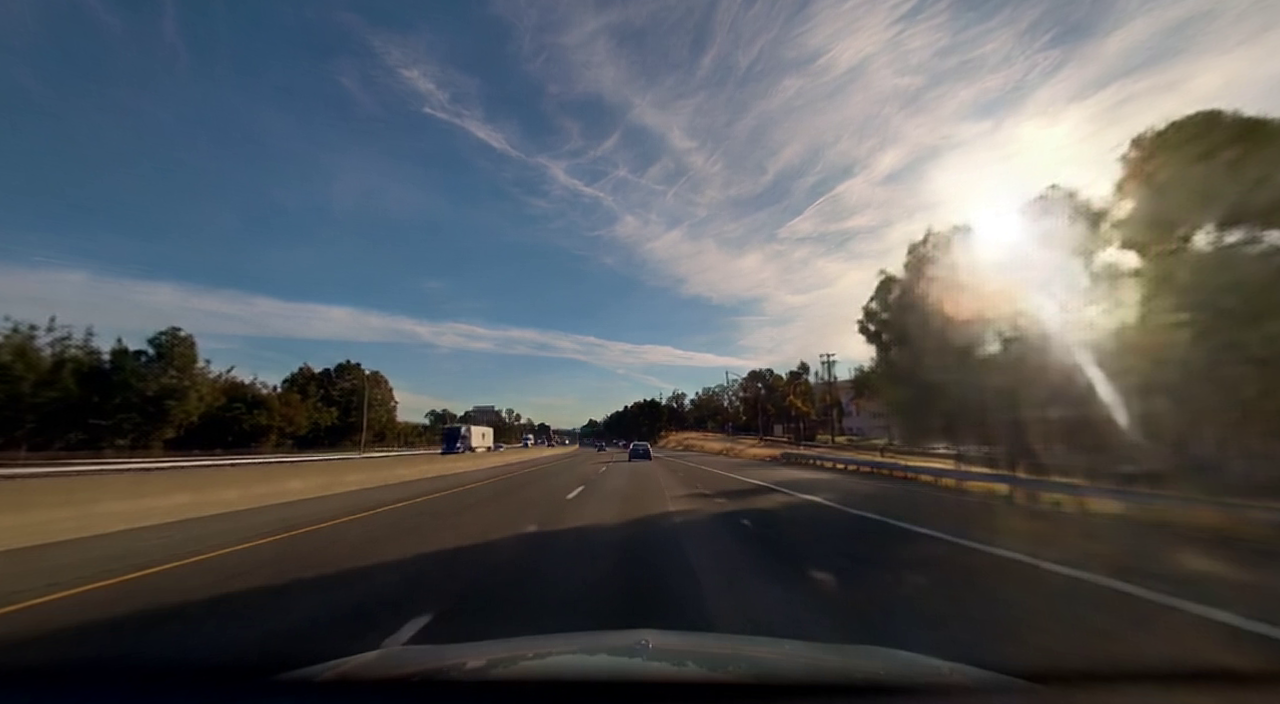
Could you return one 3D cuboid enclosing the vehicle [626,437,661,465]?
[{"bbox_3d":[0.151,6.293,39.935,2.029,1.666,4.064,0,-8,-2],"label":"vehicle"}]
